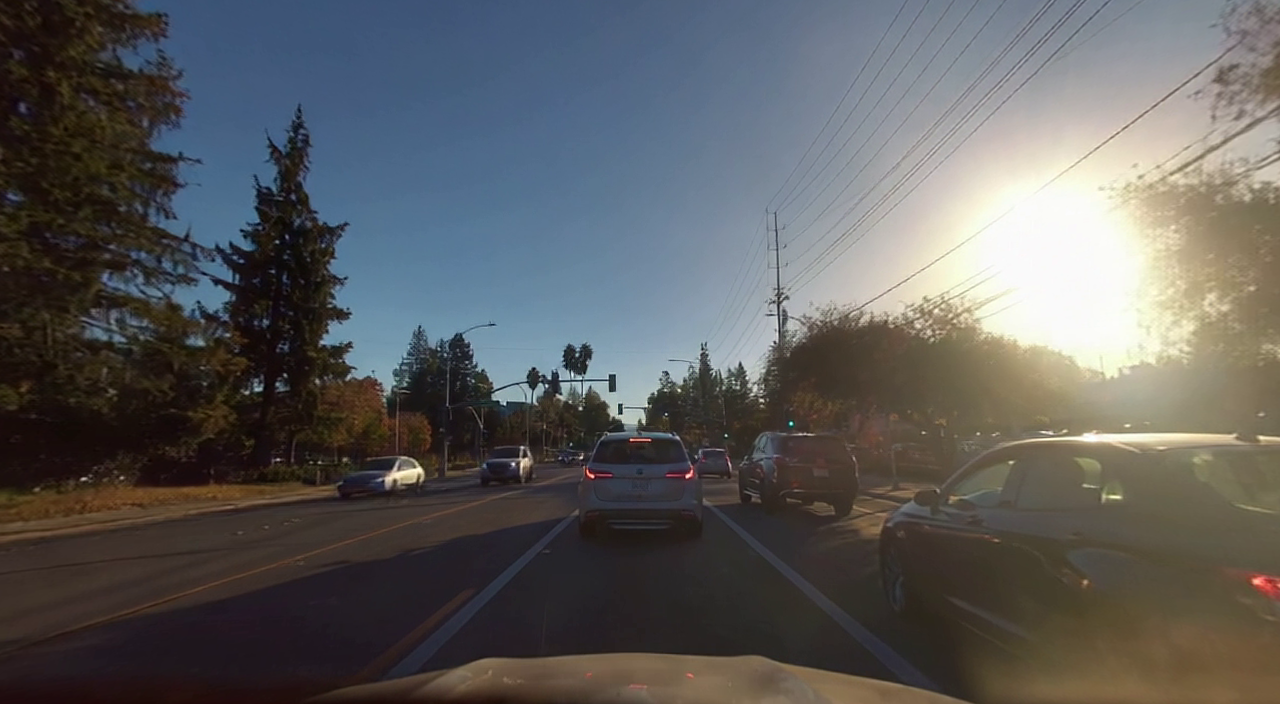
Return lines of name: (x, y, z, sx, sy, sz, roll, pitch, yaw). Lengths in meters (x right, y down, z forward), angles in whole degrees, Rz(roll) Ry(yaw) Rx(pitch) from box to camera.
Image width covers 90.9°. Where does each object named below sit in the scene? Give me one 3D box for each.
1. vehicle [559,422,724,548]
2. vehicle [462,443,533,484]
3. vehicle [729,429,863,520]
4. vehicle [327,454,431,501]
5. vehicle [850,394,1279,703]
vehicle: (0.036, 2.089, 10.556, 2.200, 1.653, 4.127, 0, -8, 1)
vehicle: (-6.436, 5.084, 29.026, 2.218, 1.722, 4.397, 0, -8, 1)
vehicle: (3.238, 2.613, 13.998, 1.914, 1.698, 4.049, 0, -8, 0)
vehicle: (-9.319, 4.494, 22.930, 1.854, 1.459, 4.288, -1, -8, 1)
vehicle: (2.865, 1.117, 3.505, 1.950, 1.487, 4.275, 0, -8, 1)
